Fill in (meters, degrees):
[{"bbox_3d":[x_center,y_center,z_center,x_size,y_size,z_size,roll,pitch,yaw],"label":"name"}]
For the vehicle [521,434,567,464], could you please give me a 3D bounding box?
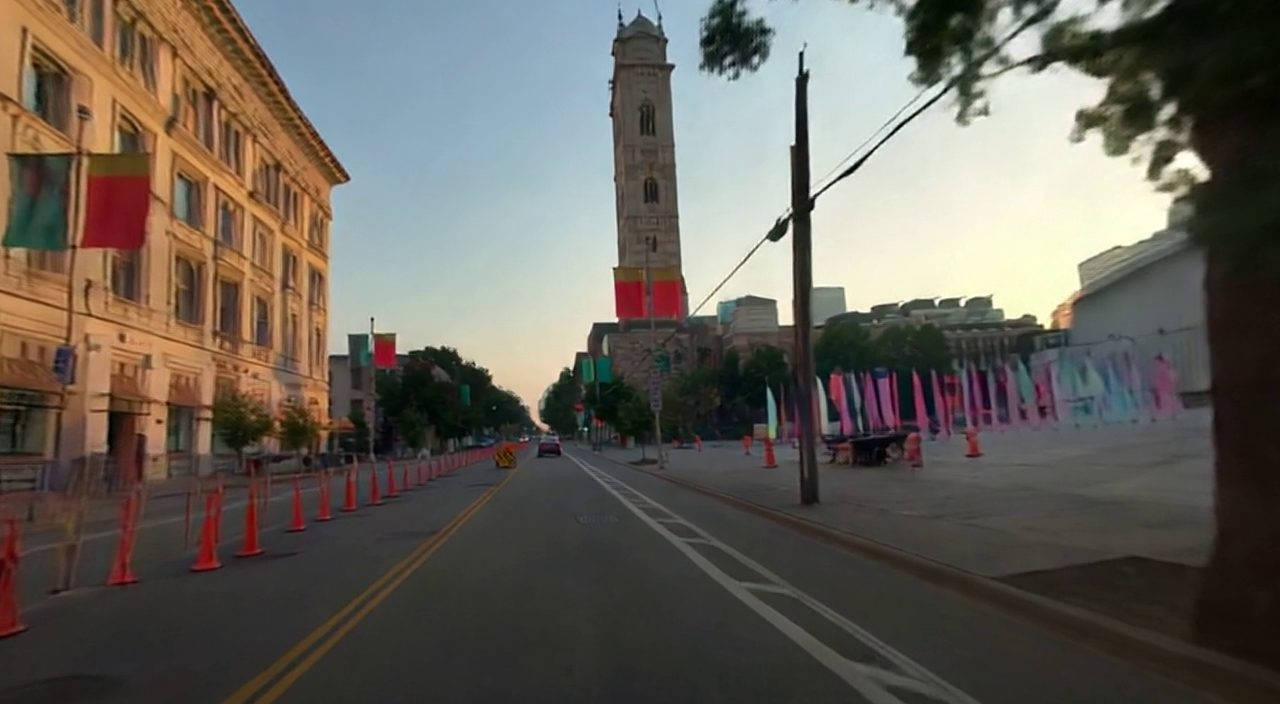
[{"bbox_3d":[-5.123,5.145,33.620,2.216,1.492,4.725,2,-8,-9],"label":"vehicle"}]
